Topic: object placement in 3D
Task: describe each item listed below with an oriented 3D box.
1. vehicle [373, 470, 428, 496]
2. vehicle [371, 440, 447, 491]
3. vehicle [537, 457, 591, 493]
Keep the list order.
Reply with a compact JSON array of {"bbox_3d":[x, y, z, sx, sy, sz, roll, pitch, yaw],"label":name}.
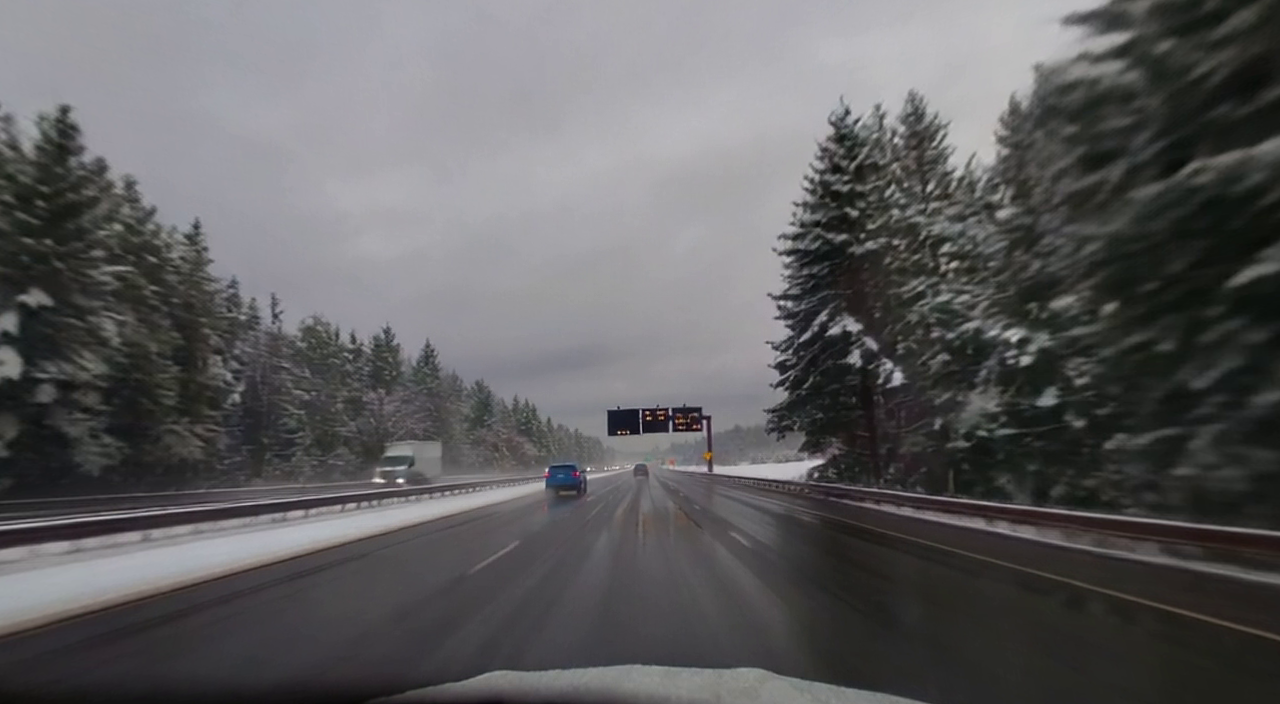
[{"bbox_3d":[-13.647,7.459,36.076,1.628,1.379,3.634,0,-10,1],"label":"vehicle"},{"bbox_3d":[-17.268,8.600,47.744,2.776,3.469,7.357,0,-10,1],"label":"vehicle"},{"bbox_3d":[-3.723,6.119,31.487,2.081,1.586,4.245,0,-10,1],"label":"vehicle"}]
